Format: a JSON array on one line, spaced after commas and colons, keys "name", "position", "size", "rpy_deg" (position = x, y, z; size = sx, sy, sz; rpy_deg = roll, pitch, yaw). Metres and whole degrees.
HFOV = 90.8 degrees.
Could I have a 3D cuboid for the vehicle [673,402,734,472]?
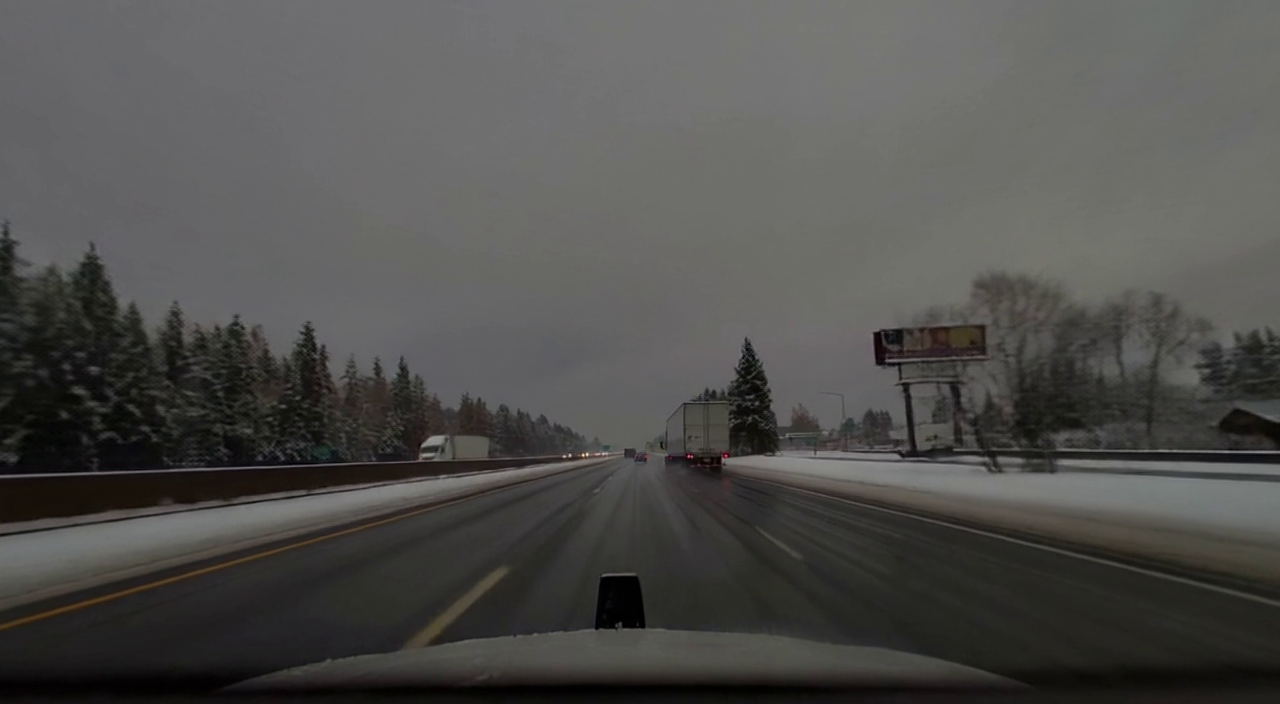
[{"name": "vehicle", "position": [4.265, 6.234, 45.424], "size": [3.058, 4.312, 12.251], "rpy_deg": [0, -9, 0]}]
